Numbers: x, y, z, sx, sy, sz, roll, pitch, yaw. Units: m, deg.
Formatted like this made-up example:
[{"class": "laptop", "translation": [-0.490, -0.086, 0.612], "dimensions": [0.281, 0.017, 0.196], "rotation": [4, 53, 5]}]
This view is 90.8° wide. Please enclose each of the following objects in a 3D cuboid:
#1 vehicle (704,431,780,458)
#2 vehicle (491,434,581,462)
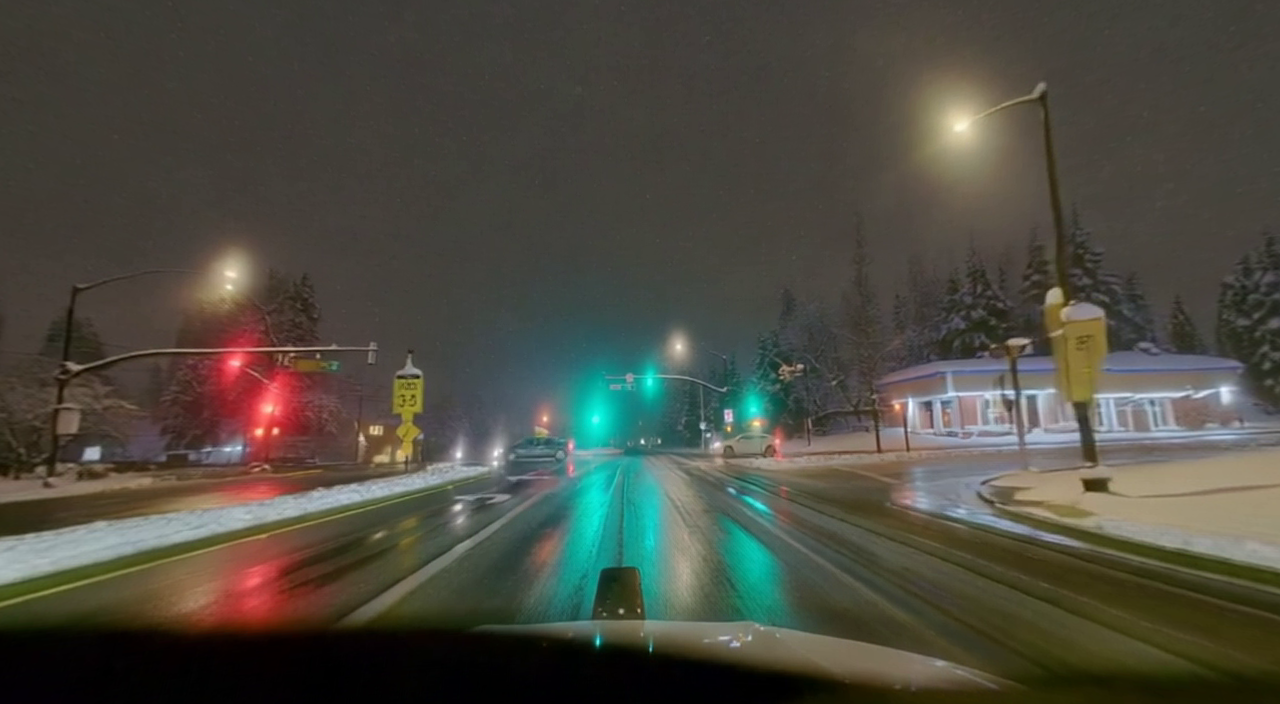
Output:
[{"class": "vehicle", "translation": [6.471, 5.900, 40.425], "dimensions": [4.478, 1.678, 1.870], "rotation": [0, -8, -3]}, {"class": "vehicle", "translation": [-5.904, 5.453, 36.123], "dimensions": [4.709, 1.501, 1.895], "rotation": [5, -10, -32]}]
